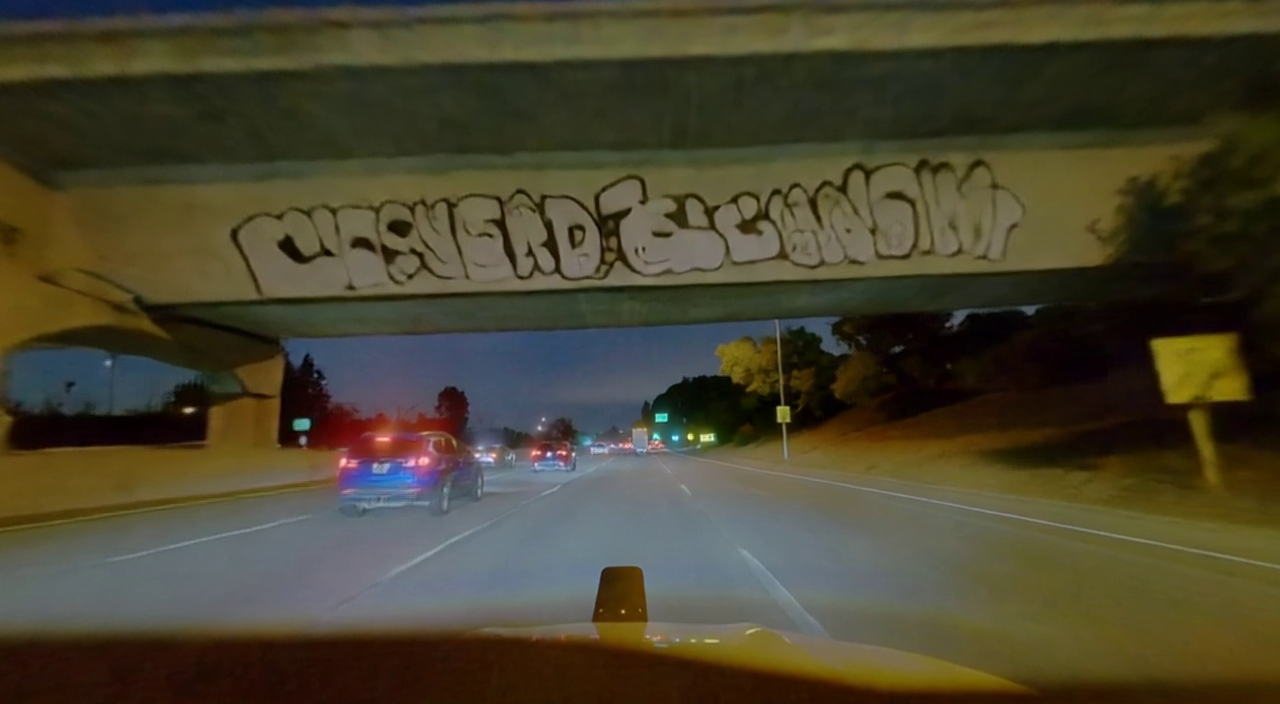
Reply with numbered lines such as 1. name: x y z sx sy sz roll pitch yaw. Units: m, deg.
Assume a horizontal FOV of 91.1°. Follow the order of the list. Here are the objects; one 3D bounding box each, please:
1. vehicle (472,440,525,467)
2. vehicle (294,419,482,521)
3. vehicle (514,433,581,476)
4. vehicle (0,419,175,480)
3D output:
1. vehicle: -8.000 5.794 35.985 1.917 1.449 4.727 0 -8 1
2. vehicle: -4.601 2.211 12.244 1.969 1.633 3.962 0 -8 0
3. vehicle: -3.910 4.409 27.315 2.154 1.693 4.394 0 -8 1
4. vehicle: -35.676 5.715 37.643 3.600 3.227 15.479 0 -7 1
